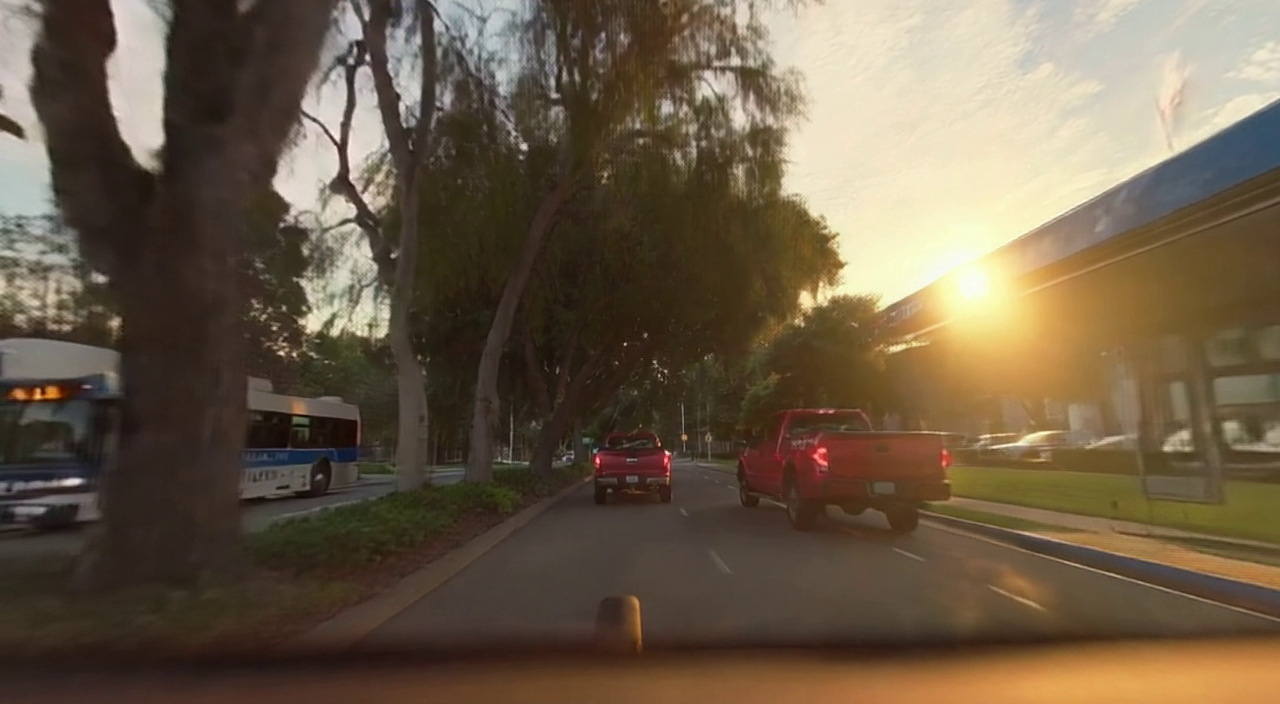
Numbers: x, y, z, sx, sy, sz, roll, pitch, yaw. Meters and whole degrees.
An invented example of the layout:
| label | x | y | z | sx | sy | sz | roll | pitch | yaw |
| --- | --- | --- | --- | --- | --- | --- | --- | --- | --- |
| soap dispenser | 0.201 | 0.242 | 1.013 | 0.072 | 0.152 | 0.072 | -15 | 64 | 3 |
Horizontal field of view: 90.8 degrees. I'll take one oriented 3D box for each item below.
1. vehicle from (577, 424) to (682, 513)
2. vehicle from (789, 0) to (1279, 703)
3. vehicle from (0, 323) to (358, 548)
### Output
| label | x | y | z | sx | sy | sz | roll | pitch | yaw |
| --- | --- | --- | --- | --- | --- | --- | --- | --- | --- |
| vehicle | -0.184 | 2.838 | 15.998 | 2.157 | 1.816 | 5.804 | 0 | -8 | 1 |
| vehicle | 3.824 | 0.028 | 3.355 | 3.088 | 3.057 | 10.503 | 0 | -8 | -2 |
| vehicle | -12.213 | 2.384 | 17.646 | 2.996 | 4.022 | 12.692 | 0 | -8 | -1 |
